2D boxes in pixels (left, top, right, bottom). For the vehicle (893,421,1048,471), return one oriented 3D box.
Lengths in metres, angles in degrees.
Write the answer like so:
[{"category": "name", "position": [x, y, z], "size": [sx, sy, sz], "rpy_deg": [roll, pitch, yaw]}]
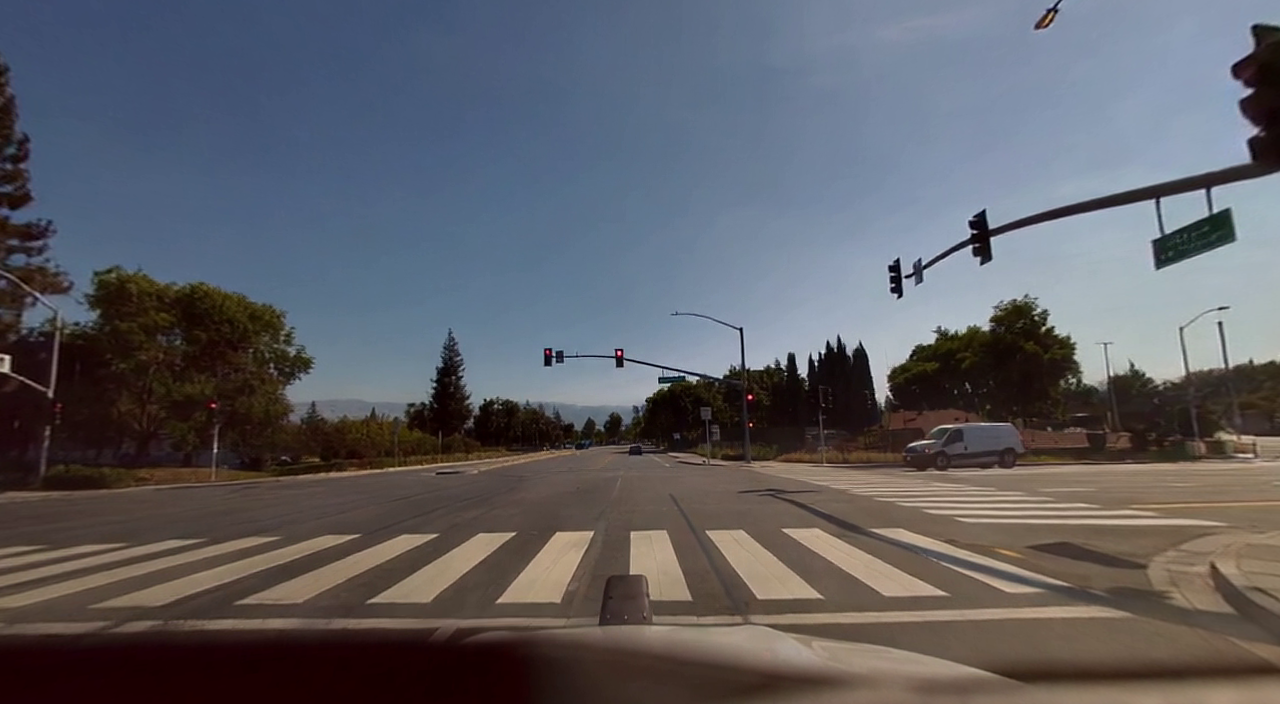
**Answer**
[{"category": "vehicle", "position": [12.519, 3.582, 24.137], "size": [4.790, 1.798, 1.909], "rpy_deg": [0, -8, 1]}]
